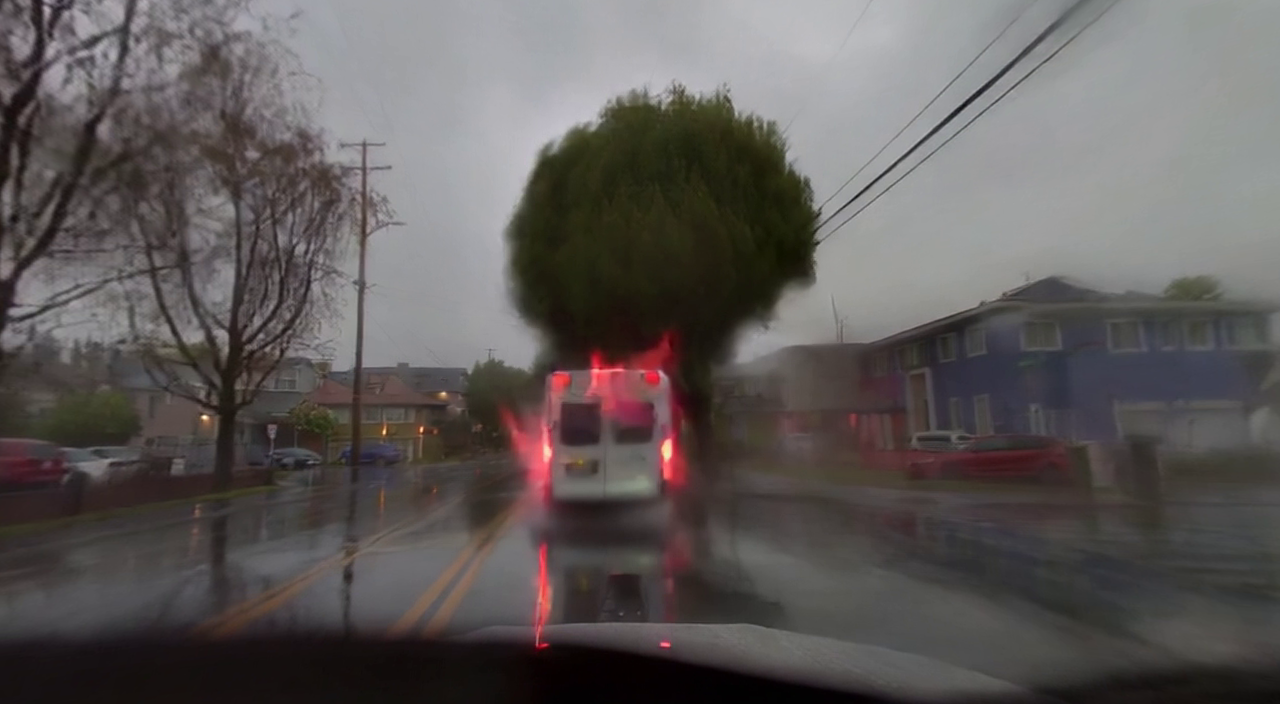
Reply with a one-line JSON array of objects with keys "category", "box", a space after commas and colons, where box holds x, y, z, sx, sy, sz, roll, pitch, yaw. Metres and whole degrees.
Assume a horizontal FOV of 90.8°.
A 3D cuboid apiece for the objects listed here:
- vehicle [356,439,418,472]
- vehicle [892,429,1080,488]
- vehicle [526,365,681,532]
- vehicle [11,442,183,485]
[{"category": "vehicle", "box": [-14.877, 6.010, 36.944, 2.290, 1.776, 4.947, 5, -10, -33]}, {"category": "vehicle", "box": [12.125, 3.784, 22.574, 5.270, 1.966, 2.329, -2, -9, 9]}, {"category": "vehicle", "box": [-0.618, 1.919, 12.845, 2.444, 2.640, 5.482, 0, -8, -1]}, {"category": "vehicle", "box": [-19.860, 4.061, 23.272, 4.412, 1.468, 1.914, 0, -8, -4]}]
